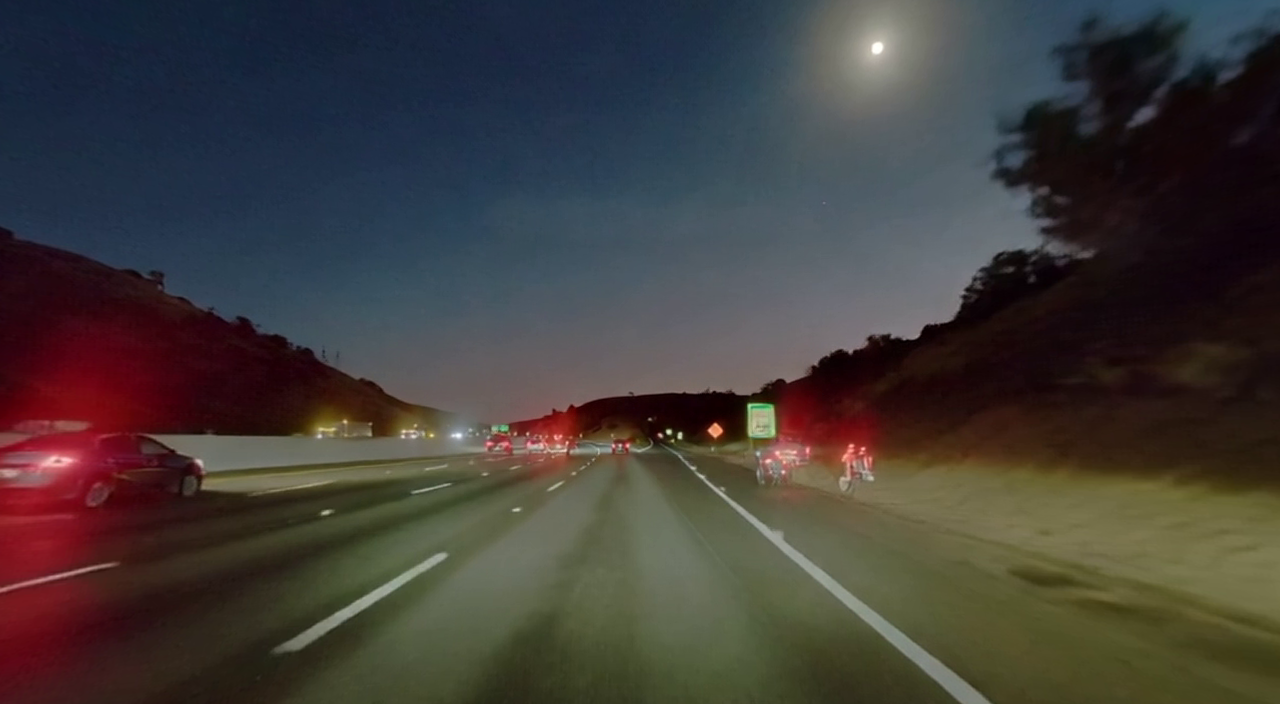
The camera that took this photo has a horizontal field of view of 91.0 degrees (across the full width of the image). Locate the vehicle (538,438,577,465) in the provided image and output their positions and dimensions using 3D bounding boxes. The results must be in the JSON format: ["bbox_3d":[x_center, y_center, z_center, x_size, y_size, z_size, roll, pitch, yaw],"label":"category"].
[{"bbox_3d":[-5.301,6.483,41.120,2.060,1.631,4.214,0,-9,-1],"label":"vehicle"}]

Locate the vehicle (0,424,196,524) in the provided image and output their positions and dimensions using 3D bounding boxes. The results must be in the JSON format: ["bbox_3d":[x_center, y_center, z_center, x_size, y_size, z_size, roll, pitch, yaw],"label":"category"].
[{"bbox_3d":[-11.641,2.366,12.763,2.047,1.645,4.451,0,-9,0],"label":"vehicle"}]

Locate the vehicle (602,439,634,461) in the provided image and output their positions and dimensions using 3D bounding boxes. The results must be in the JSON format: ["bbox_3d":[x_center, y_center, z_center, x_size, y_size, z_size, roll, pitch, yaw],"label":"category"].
[{"bbox_3d":[-1.705,7.602,49.063,2.421,1.594,4.248,0,-9,-2],"label":"vehicle"}]
